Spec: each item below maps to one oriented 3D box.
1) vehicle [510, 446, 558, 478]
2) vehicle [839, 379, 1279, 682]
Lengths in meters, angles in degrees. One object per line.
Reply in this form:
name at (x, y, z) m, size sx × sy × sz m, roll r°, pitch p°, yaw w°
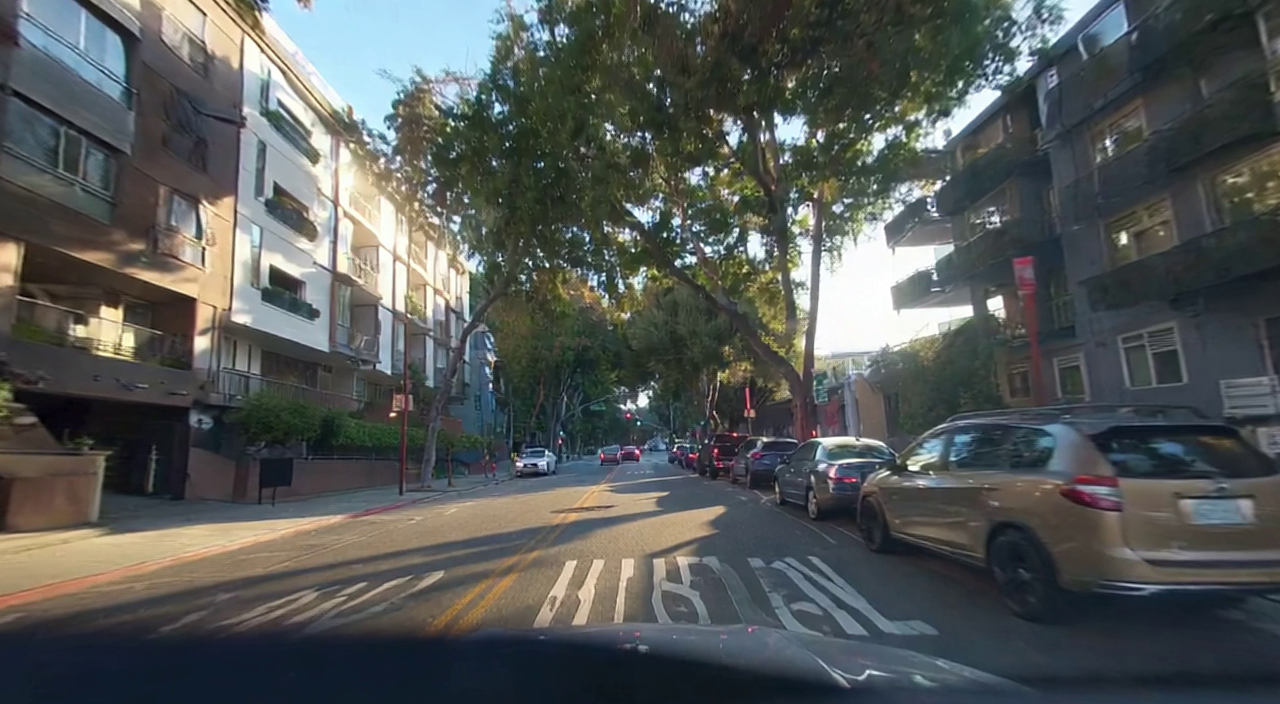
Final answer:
vehicle at (-6.385, 6.657, 38.541) m, size 2.013 × 1.772 × 4.439 m, roll -1°, pitch -8°, yaw 2°
vehicle at (3.525, 1.297, 5.743) m, size 1.996 × 1.642 × 4.472 m, roll 0°, pitch -8°, yaw 0°
